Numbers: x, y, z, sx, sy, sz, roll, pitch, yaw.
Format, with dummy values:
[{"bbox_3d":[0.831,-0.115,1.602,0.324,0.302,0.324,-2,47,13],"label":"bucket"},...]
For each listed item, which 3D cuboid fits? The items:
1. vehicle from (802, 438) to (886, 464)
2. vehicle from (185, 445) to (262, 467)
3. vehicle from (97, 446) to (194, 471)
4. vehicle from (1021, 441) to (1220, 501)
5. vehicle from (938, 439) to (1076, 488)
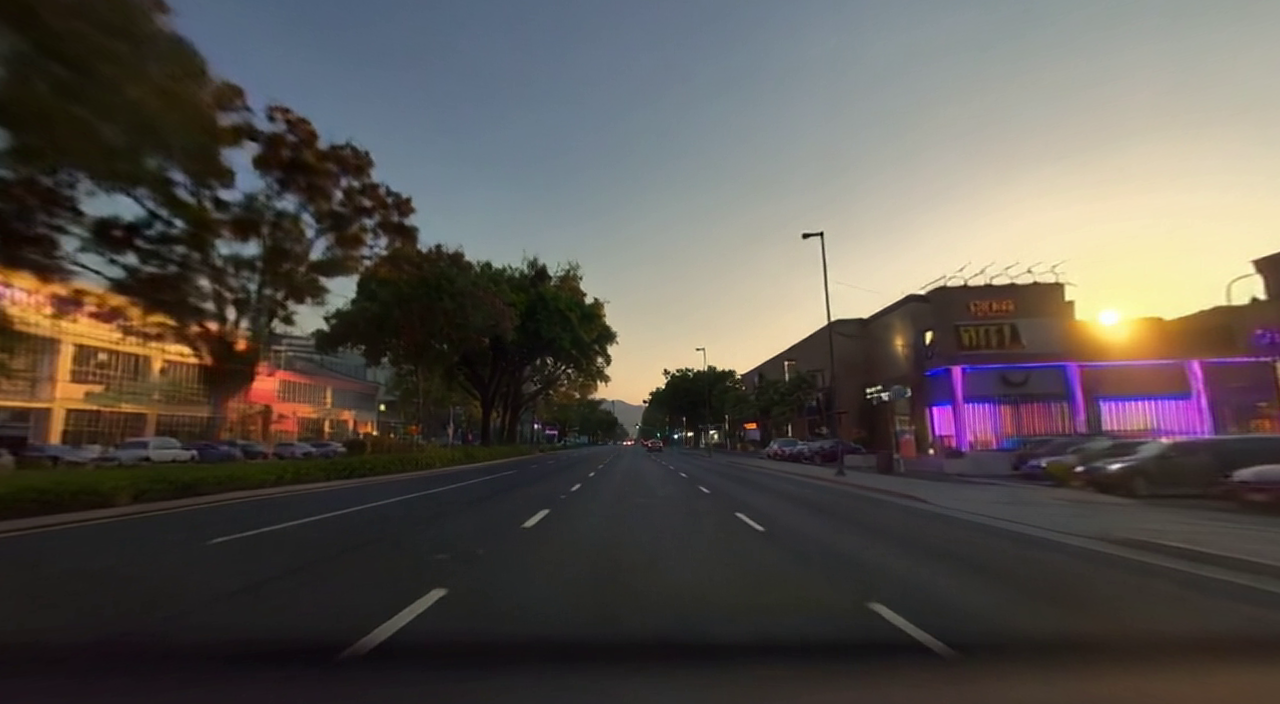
[{"bbox_3d":[14.161,6.867,44.028,5.134,1.732,2.047,0,-8,0],"label":"vehicle"},{"bbox_3d":[-30.679,7.661,46.624,4.323,1.467,1.895,-1,-8,-1],"label":"vehicle"},{"bbox_3d":[-30.342,6.516,38.839,4.311,1.457,1.808,0,-8,-2],"label":"vehicle"},{"bbox_3d":[13.002,3.197,17.526,1.865,1.434,4.373,1,-8,-4],"label":"vehicle"},{"bbox_3d":[12.762,3.893,22.433,1.928,1.465,4.874,-2,-9,-1],"label":"vehicle"}]
